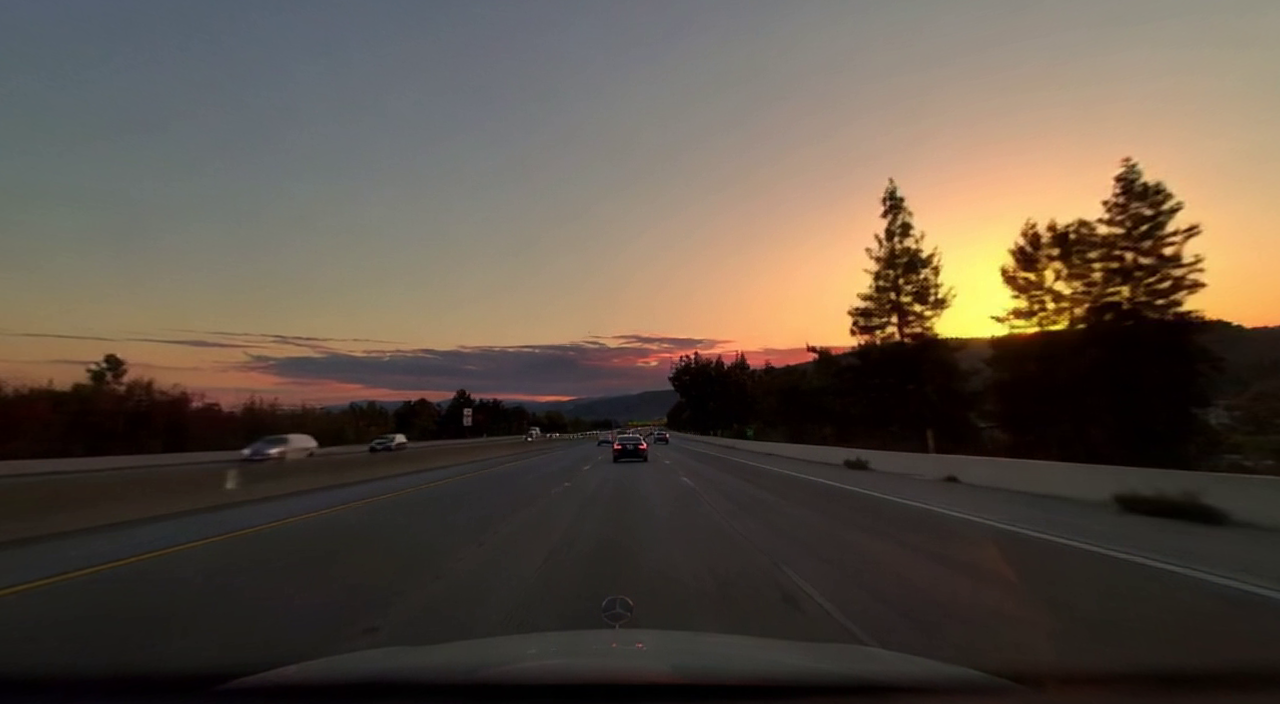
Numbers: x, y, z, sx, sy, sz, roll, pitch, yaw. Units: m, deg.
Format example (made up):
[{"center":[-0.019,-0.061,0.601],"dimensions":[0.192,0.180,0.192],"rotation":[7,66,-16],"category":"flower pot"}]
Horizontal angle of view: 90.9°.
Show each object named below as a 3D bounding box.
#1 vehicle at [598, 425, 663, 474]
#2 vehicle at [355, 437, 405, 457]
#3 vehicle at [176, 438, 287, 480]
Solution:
[{"center":[-0.349,3.425,22.404],"dimensions":[2.094,1.600,3.666],"rotation":[0,-8,-1],"category":"vehicle"},{"center":[-19.905,7.299,48.472],"dimensions":[1.889,1.449,4.539],"rotation":[0,-8,0],"category":"vehicle"},{"center":[-15.990,4.156,24.931],"dimensions":[1.838,1.514,3.748],"rotation":[0,-8,0],"category":"vehicle"}]
